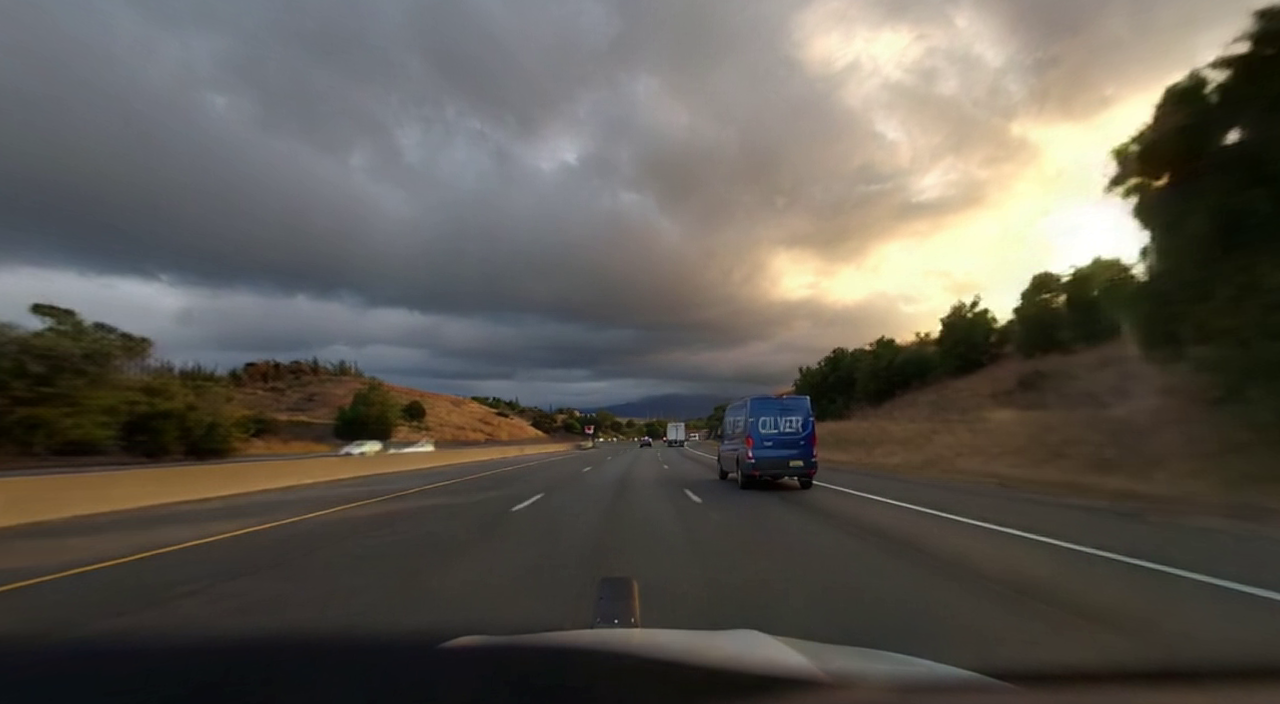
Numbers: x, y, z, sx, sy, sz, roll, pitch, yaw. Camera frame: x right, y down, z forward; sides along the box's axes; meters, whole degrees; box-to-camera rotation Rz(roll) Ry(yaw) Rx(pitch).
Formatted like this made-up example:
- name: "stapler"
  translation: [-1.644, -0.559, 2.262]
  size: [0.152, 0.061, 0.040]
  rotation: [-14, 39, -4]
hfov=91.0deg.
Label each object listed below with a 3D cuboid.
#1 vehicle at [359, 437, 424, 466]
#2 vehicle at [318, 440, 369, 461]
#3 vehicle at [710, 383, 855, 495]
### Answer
- name: "vehicle"
  translation: [-14.006, 5.612, 35.773]
  size: [1.965, 1.529, 4.212]
  rotation: [0, -8, 0]
- name: "vehicle"
  translation: [-21.788, 7.210, 46.354]
  size: [1.803, 1.472, 3.887]
  rotation: [-1, -8, 1]
- name: "vehicle"
  translation: [3.602, 2.392, 17.360]
  size: [2.485, 2.562, 5.535]
  rotation: [0, -8, -2]
